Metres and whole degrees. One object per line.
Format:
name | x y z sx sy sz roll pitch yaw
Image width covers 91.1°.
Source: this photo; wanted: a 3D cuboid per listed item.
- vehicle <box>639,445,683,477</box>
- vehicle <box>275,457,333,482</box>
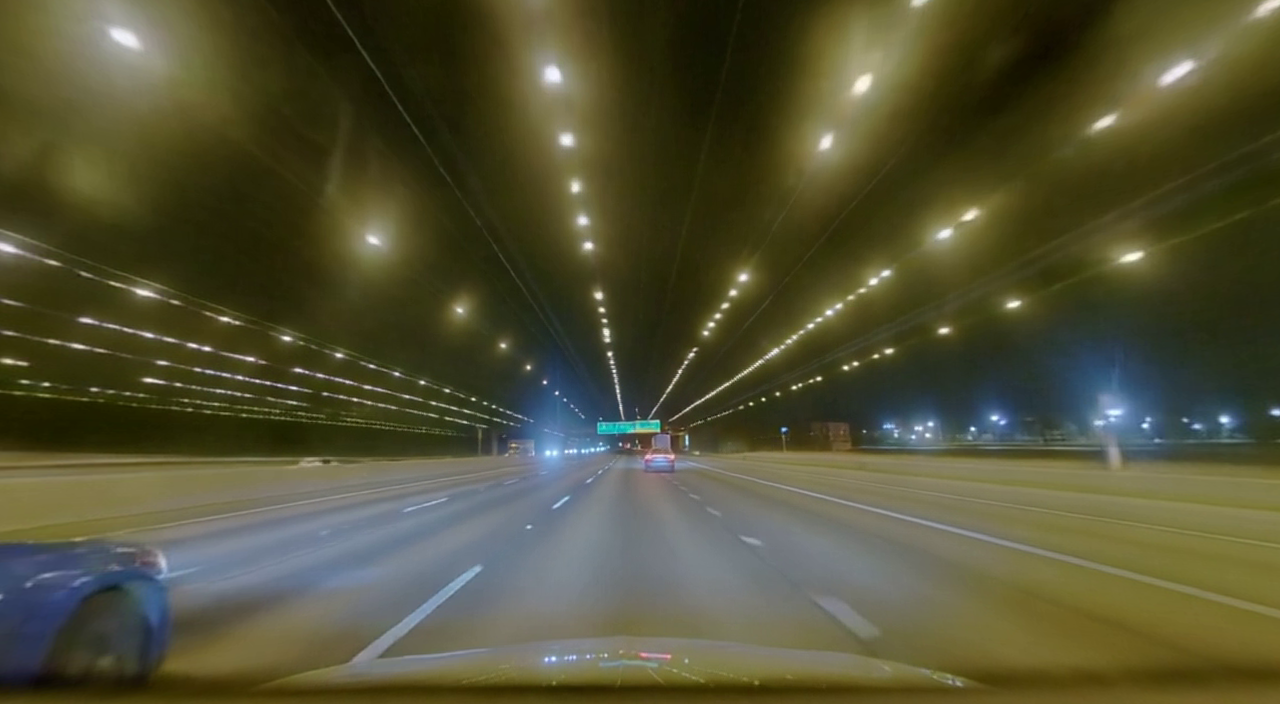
vehicle | 1.012 5.481 31.813 2.055 1.501 4.321 0 -9 1
vehicle | -21.571 7.525 40.514 1.713 1.462 3.527 0 -9 0
